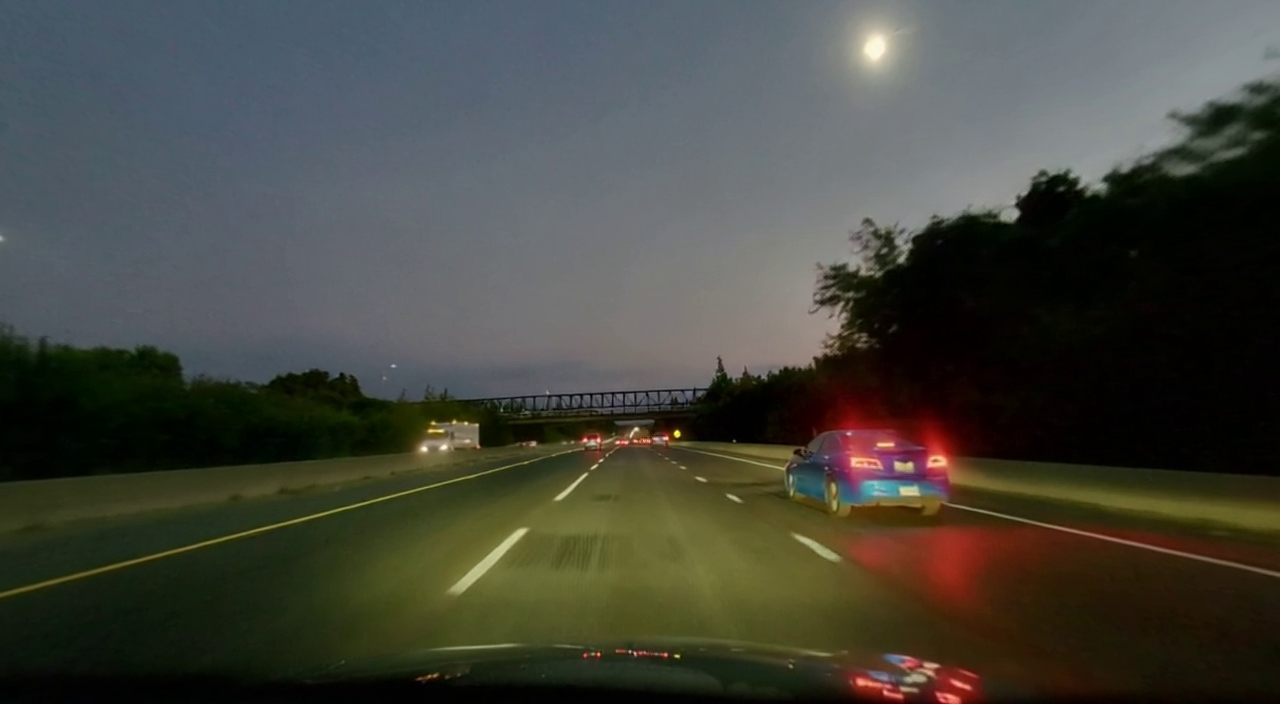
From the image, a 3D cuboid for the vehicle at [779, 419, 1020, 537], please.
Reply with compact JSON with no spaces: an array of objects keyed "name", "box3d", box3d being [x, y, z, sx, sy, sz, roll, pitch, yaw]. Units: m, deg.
[{"name":"vehicle","box3d":[3.911,1.956,10.516,2.031,1.531,4.365,0,-8,-2]}]
